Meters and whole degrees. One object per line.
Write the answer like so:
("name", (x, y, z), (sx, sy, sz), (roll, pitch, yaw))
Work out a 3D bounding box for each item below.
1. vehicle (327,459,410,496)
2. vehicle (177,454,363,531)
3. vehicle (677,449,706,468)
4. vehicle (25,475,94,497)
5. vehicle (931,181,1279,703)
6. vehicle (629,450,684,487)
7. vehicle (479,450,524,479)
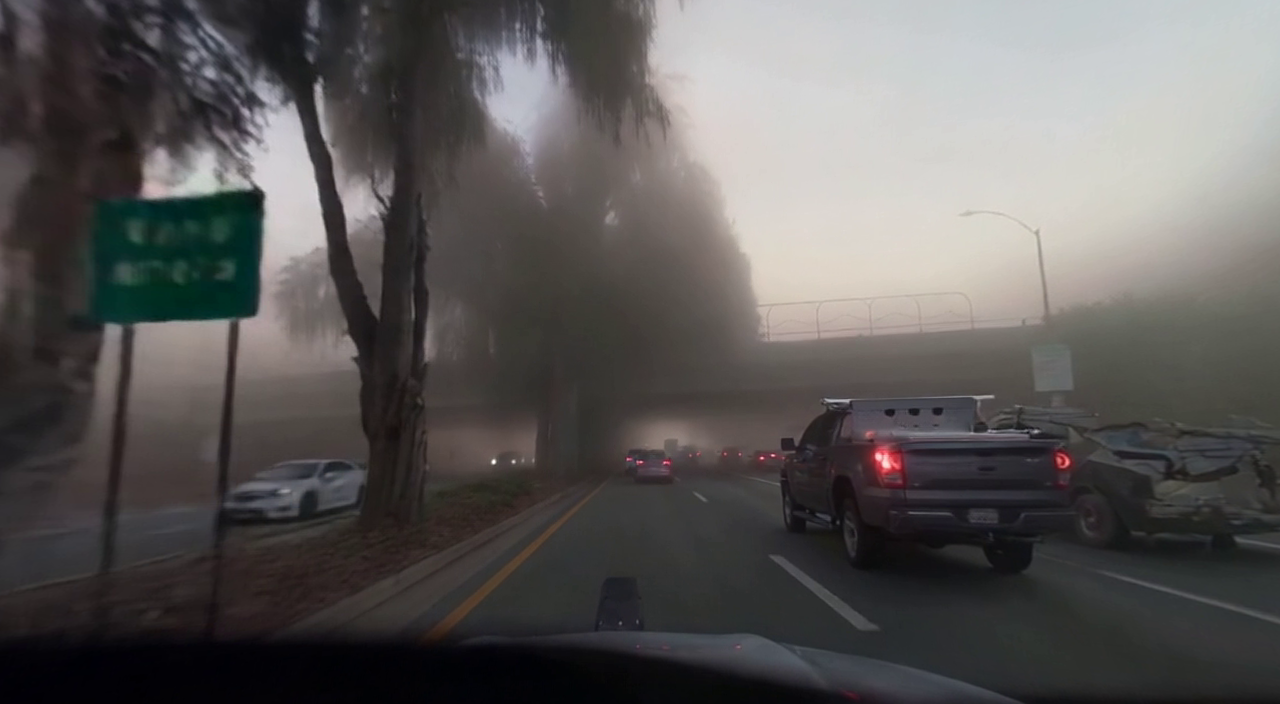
("vehicle", (-12.168, 5.610, 28.623), (1.798, 1.434, 4.356), (-1, -9, 0))
("vehicle", (-8.350, 3.161, 14.780), (1.858, 1.494, 4.034), (0, -8, 0))
("vehicle", (4.021, 8.397, 49.979), (1.962, 1.431, 4.205), (0, -8, 1))
("vehicle", (-43.467, 10.010, 47.318), (3.608, 1.417, 1.601), (1, -9, 5))
("vehicle", (3.527, 0.589, 2.285), (2.588, 2.321, 4.927), (0, -8, 1))
("vehicle", (0.624, 4.609, 25.349), (2.027, 1.341, 3.775), (0, -8, 0))
("vehicle", (-8.631, 7.054, 39.746), (1.897, 1.663, 3.838), (0, -8, 1))
